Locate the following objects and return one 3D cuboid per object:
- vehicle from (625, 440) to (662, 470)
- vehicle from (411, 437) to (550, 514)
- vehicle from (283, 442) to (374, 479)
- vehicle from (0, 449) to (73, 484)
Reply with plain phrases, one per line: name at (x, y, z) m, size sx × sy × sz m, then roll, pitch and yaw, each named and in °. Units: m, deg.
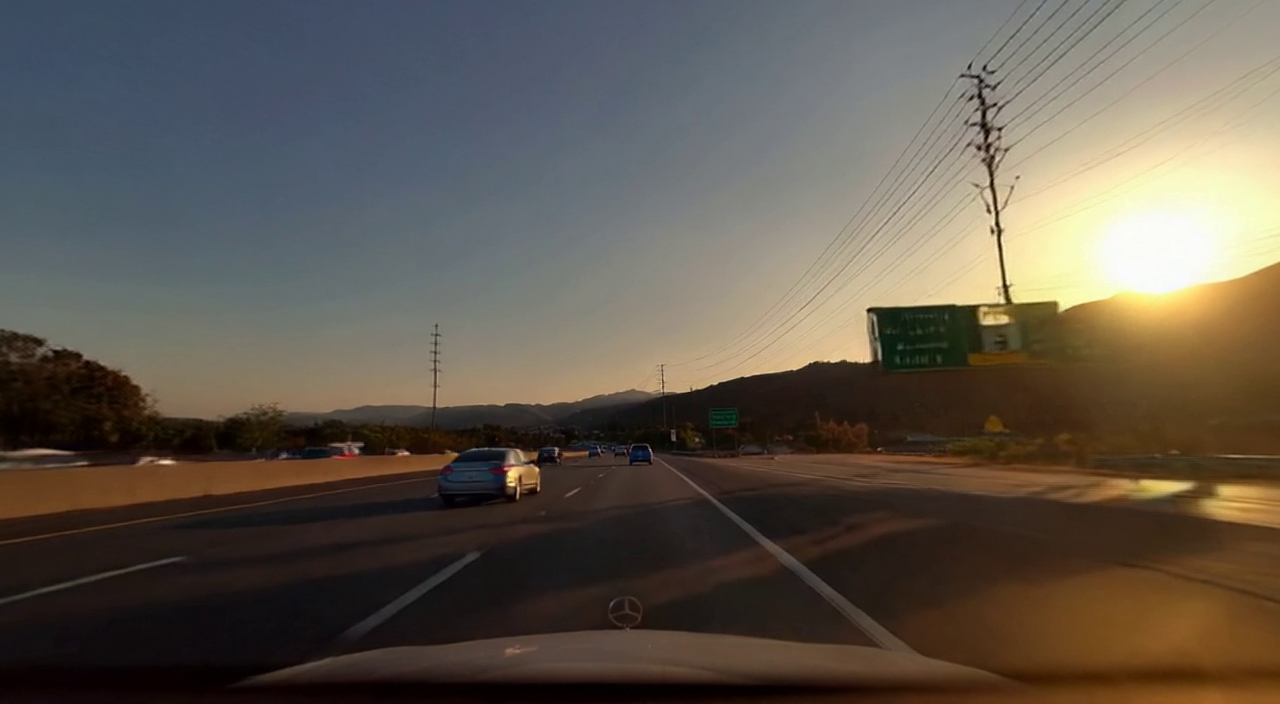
vehicle at (0.167, 6.410, 39.546) m, size 2.194 × 1.737 × 4.127 m, roll 0°, pitch -8°, yaw 0°
vehicle at (-3.551, 2.843, 15.096) m, size 1.967 × 1.517 × 4.808 m, roll 0°, pitch -8°, yaw 1°
vehicle at (-14.420, 5.025, 29.506) m, size 2.047 × 1.608 × 4.257 m, roll 0°, pitch -8°, yaw 1°
vehicle at (-28.885, 5.178, 28.655) m, size 2.063 × 1.511 × 4.471 m, roll 0°, pitch -8°, yaw 0°
